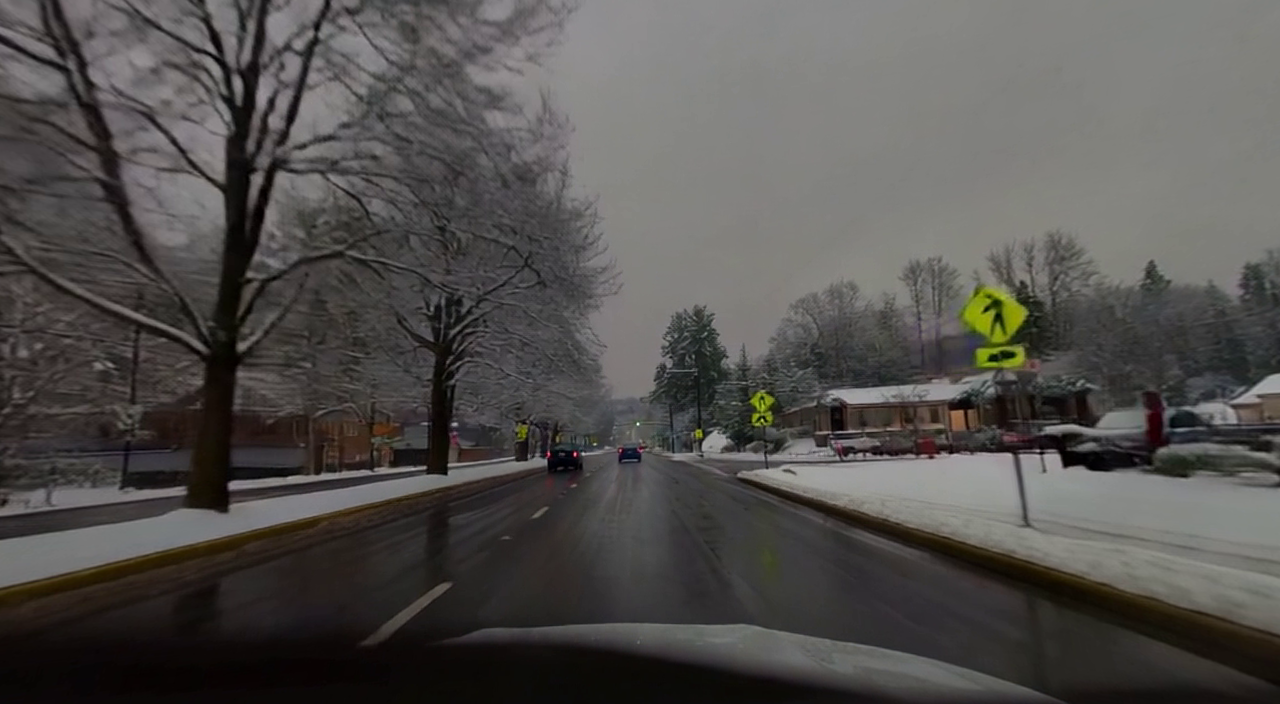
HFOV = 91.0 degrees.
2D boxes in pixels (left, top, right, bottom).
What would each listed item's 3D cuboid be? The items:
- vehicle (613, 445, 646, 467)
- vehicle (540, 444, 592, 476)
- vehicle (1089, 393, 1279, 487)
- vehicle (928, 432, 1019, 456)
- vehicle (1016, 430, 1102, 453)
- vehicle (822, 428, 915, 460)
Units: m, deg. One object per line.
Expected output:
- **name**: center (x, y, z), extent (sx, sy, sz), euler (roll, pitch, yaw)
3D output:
- **vehicle**: center (-0.746, 7.283, 44.176), extent (2.187, 1.478, 4.138), euler (0, -8, -1)
- **vehicle**: center (-3.626, 5.384, 31.613), extent (2.083, 1.460, 4.527), euler (0, -8, -1)
- **vehicle**: center (12.532, 1.814, 13.817), extent (4.442, 1.752, 2.008), euler (1, -2, -16)
- **vehicle**: center (22.381, 6.198, 42.368), extent (5.025, 1.532, 1.958), euler (0, -9, -1)
- **vehicle**: center (28.261, 6.043, 42.523), extent (4.444, 1.482, 1.883), euler (0, -9, -4)
- **vehicle**: center (15.205, 6.162, 42.143), extent (5.230, 2.007, 2.410), euler (0, -9, 1)
